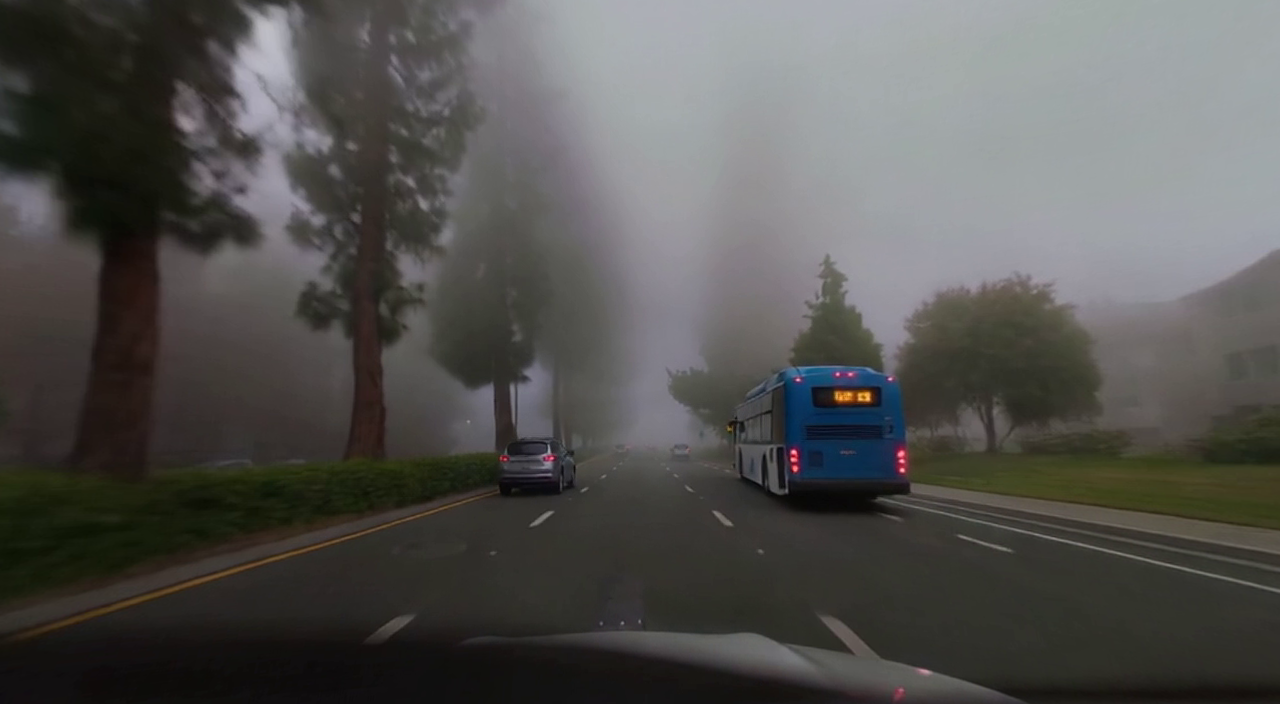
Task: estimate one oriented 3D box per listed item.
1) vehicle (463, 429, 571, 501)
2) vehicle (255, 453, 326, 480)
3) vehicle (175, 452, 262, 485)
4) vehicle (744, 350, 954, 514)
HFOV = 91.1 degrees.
[{"bbox_3d":[-3.352,3.183,18.105,2.111,1.767,4.333,0,-8,2],"label":"vehicle"},{"bbox_3d":[-22.050,7.229,39.865,1.797,1.481,4.750,1,-8,0],"label":"vehicle"},{"bbox_3d":[-22.119,6.098,33.133,1.781,1.553,3.896,0,-8,2],"label":"vehicle"},{"bbox_3d":[5.262,2.526,19.110,3.072,3.278,12.747,0,-8,5],"label":"vehicle"}]
